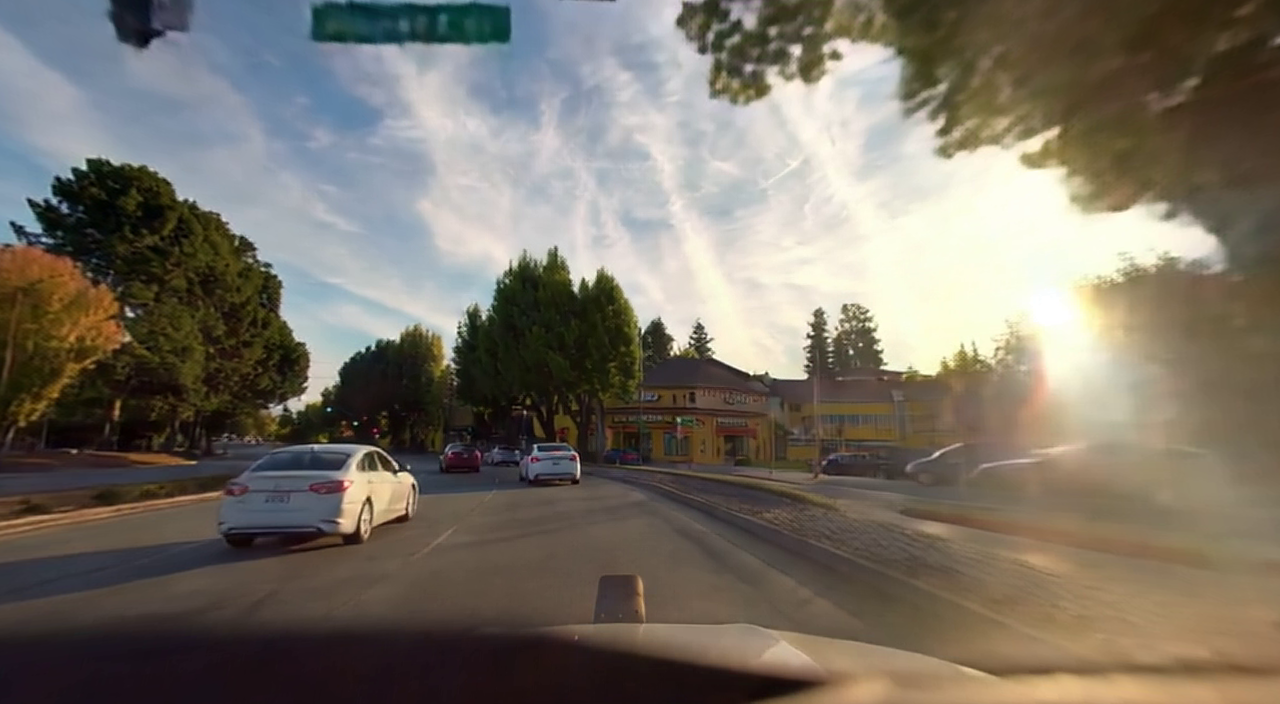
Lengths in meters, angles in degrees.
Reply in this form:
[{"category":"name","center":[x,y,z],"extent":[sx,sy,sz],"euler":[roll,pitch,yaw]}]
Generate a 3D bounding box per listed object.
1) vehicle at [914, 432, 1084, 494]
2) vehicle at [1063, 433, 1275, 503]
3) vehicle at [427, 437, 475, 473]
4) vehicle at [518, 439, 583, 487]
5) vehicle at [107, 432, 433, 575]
[{"category":"vehicle","center":[9.918,3.088,17.963],"extent":[1.919,1.489,4.889],"euler":[0,-8,-1]},{"category":"vehicle","center":[12.594,2.761,15.390],"extent":[1.762,1.453,3.976],"euler":[-1,-8,1]},{"category":"vehicle","center":[-9.061,4.945,30.398],"extent":[2.042,1.593,3.956],"euler":[2,-9,-15]},{"category":"vehicle","center":[-3.263,3.859,22.286],"extent":[2.001,1.483,4.442],"euler":[1,-8,-11]},{"category":"vehicle","center":[-4.738,1.965,9.196],"extent":[2.105,1.477,4.857],"euler":[0,-8,-4]}]
